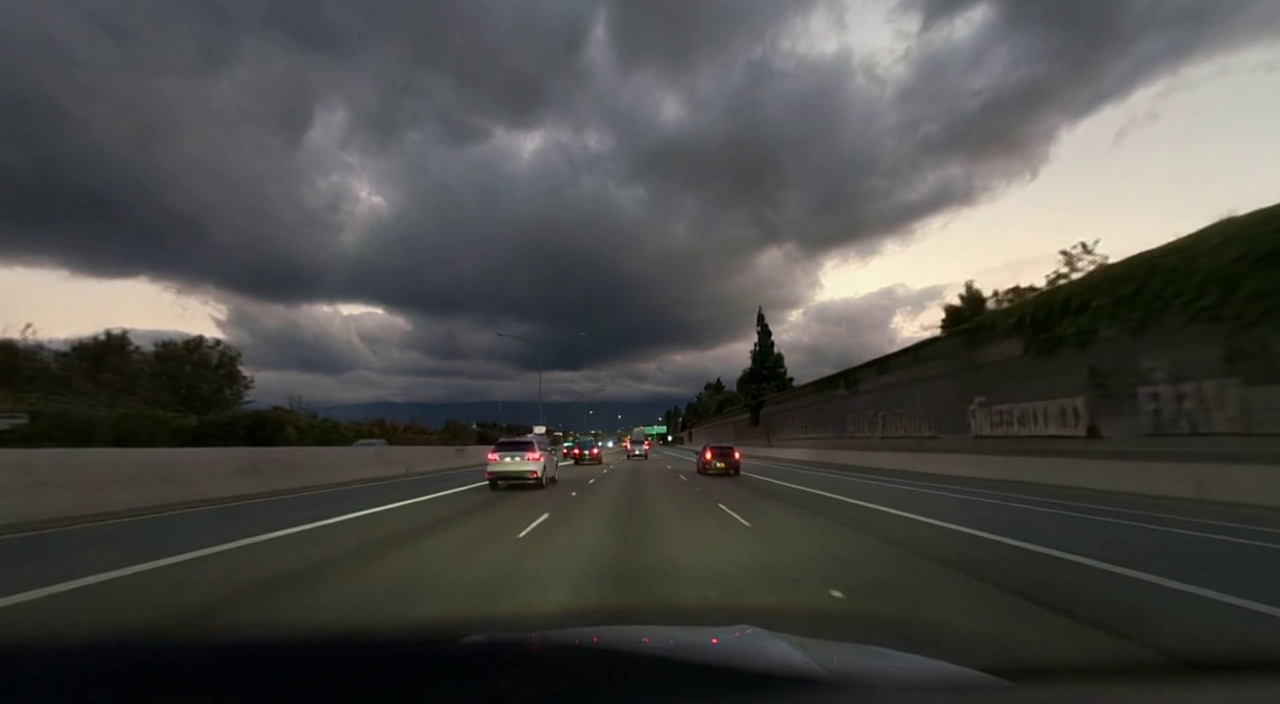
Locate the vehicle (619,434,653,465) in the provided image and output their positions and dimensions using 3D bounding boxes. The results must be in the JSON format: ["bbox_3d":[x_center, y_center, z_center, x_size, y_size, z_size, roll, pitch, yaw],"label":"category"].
[{"bbox_3d":[-0.265,7.516,48.708,2.485,2.215,5.199,0,-9,0],"label":"vehicle"}]

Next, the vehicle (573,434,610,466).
[{"bbox_3d":[-3.472,7.161,46.142,2.378,2.214,4.352,0,-9,0],"label":"vehicle"}]

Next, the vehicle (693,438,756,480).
[{"bbox_3d":[3.769,4.877,29.027,2.224,1.752,4.487,0,-9,-1],"label":"vehicle"}]

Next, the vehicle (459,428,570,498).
[{"bbox_3d":[-3.580,3.311,19.216,2.184,1.819,5.441,0,-9,1],"label":"vehicle"}]
